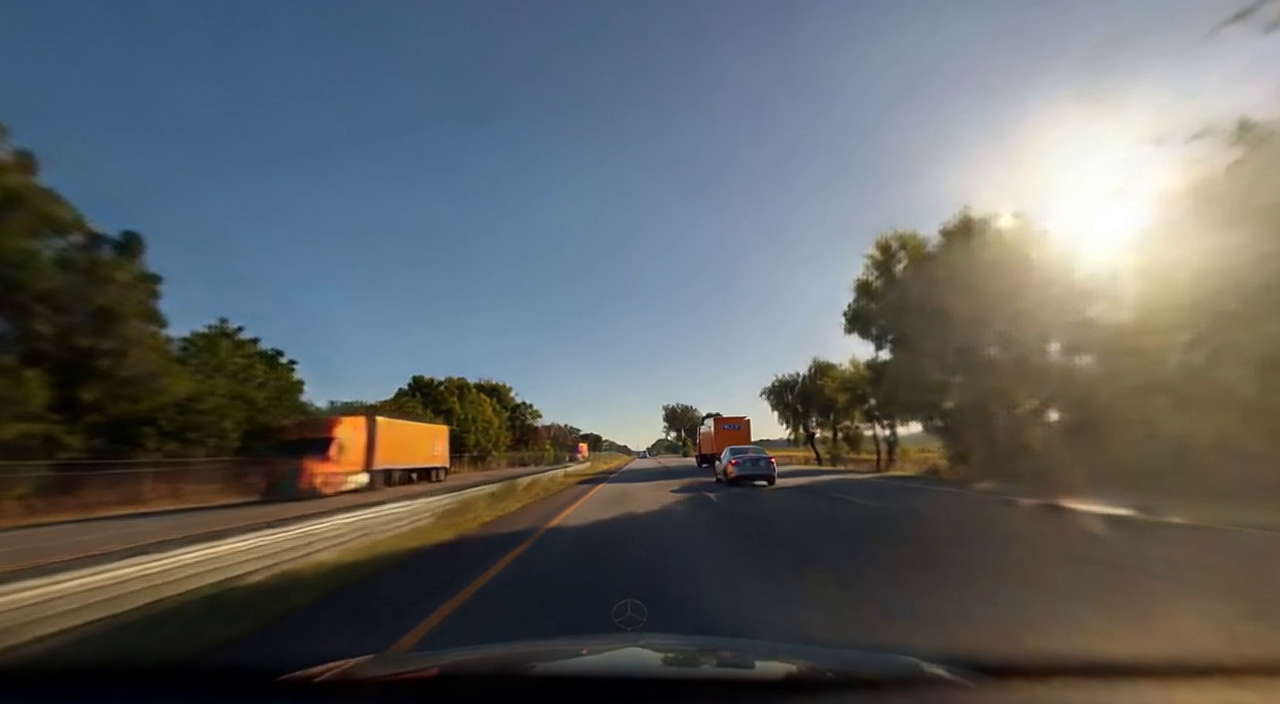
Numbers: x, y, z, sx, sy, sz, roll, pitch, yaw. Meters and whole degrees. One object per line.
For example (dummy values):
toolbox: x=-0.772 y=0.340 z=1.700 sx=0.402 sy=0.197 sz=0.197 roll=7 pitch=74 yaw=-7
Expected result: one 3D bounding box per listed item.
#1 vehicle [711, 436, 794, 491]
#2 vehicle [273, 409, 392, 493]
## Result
vehicle: x=3.886 y=3.939 z=22.537 sx=2.093 sy=1.742 sz=4.167 roll=0 pitch=-9 yaw=-1
vehicle: x=-15.400 y=5.039 z=32.193 sx=2.984 sy=3.868 sz=5.911 roll=0 pitch=-9 yaw=0
